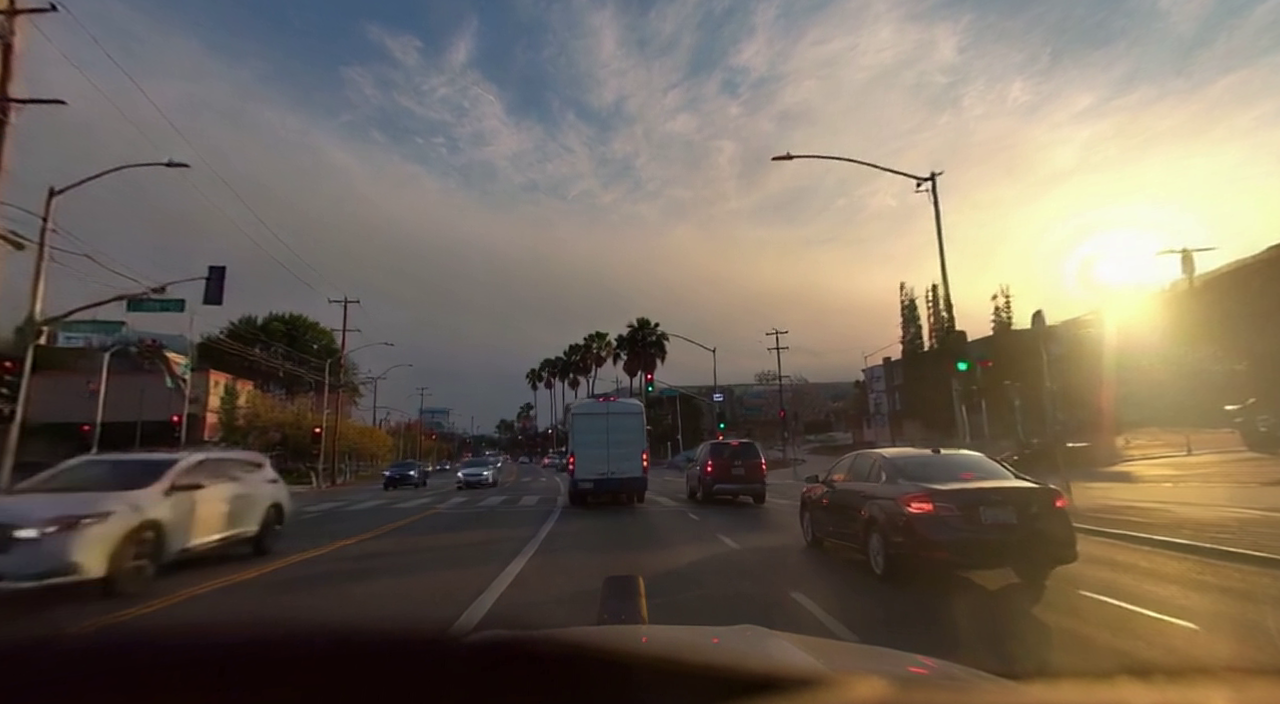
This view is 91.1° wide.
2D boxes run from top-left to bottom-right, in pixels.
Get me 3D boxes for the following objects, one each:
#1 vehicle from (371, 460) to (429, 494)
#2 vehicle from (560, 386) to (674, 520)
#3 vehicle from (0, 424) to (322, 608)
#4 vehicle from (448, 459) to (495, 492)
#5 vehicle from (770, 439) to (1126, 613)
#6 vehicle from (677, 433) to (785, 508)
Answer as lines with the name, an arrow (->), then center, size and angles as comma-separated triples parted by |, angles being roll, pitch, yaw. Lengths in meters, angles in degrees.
vehicle -> -12.891, 6.695, 33.972 | 1.959, 1.636, 4.159 | 1, -9, -8
vehicle -> -0.824, 2.729, 17.085 | 2.517, 2.926, 6.177 | 1, -9, -6
vehicle -> -6.330, 1.916, 8.245 | 2.058, 1.730, 4.466 | 0, -9, -2
vehicle -> -8.614, 6.343, 32.438 | 1.878, 1.540, 3.939 | 1, -9, -9
vehicle -> 3.229, 1.911, 7.935 | 1.978, 1.507, 4.636 | 0, -9, -2
vehicle -> 2.574, 3.584, 19.394 | 2.157, 1.944, 5.423 | 1, -9, -4
